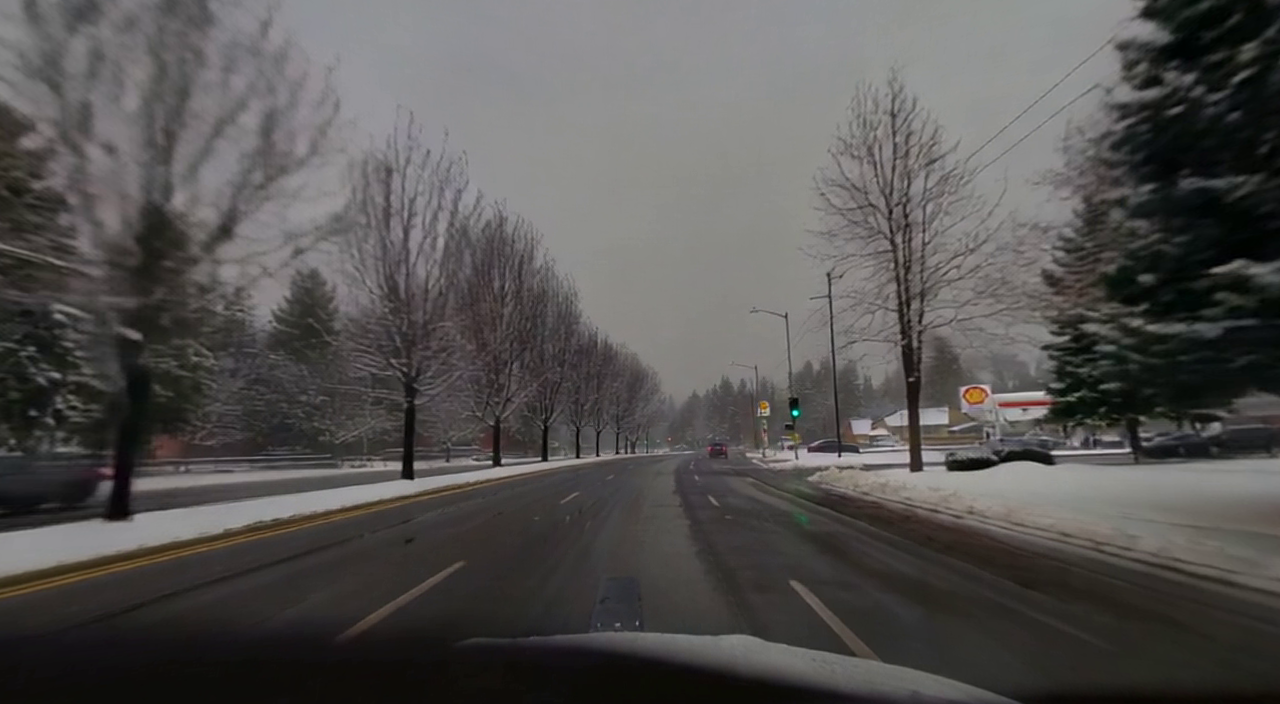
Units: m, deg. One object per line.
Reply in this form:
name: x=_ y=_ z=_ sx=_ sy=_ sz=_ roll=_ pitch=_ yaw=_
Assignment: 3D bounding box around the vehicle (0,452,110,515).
vehicle: x=-18.469 y=3.795 z=18.477 sx=1.970 sy=1.696 sz=4.410 roll=-1 pitch=-9 yaw=2
